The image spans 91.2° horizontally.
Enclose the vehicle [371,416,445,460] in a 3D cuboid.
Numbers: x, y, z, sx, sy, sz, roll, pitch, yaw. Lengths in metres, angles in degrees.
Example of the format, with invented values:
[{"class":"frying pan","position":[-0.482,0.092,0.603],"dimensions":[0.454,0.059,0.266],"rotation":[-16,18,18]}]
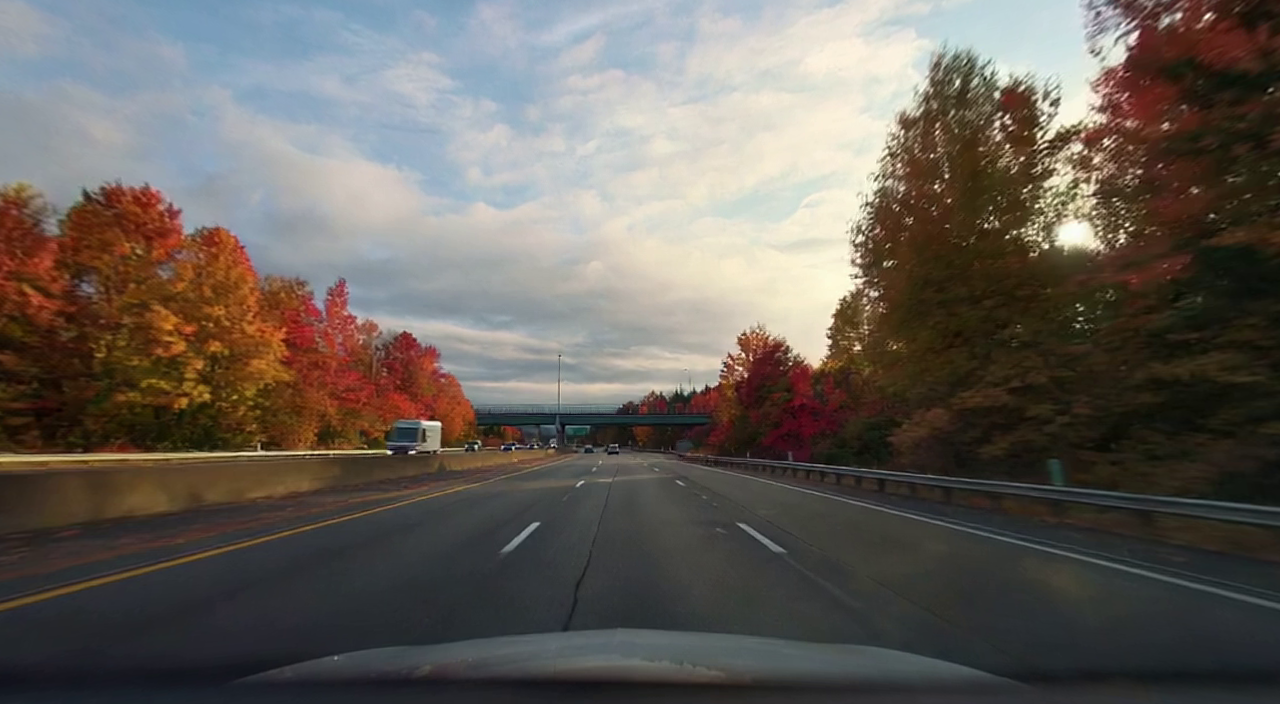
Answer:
[{"class":"vehicle","position":[-13.560,5.153,37.100],"dimensions":[2.240,2.358,5.859],"rotation":[0,-9,-1]}]
